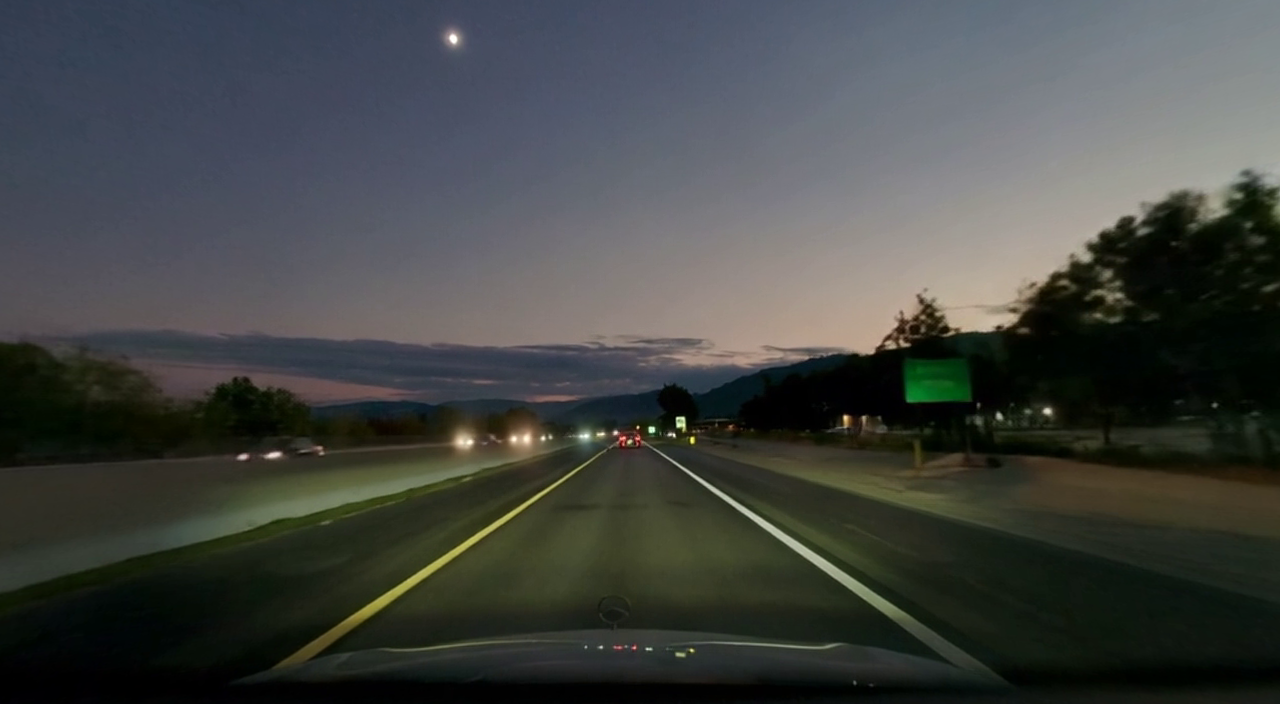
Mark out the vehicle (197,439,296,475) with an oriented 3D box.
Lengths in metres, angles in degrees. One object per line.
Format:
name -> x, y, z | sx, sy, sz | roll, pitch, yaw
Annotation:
vehicle -> -17.175, 4.563, 27.738 | 1.803, 1.448, 4.009 | 0, -8, -1
